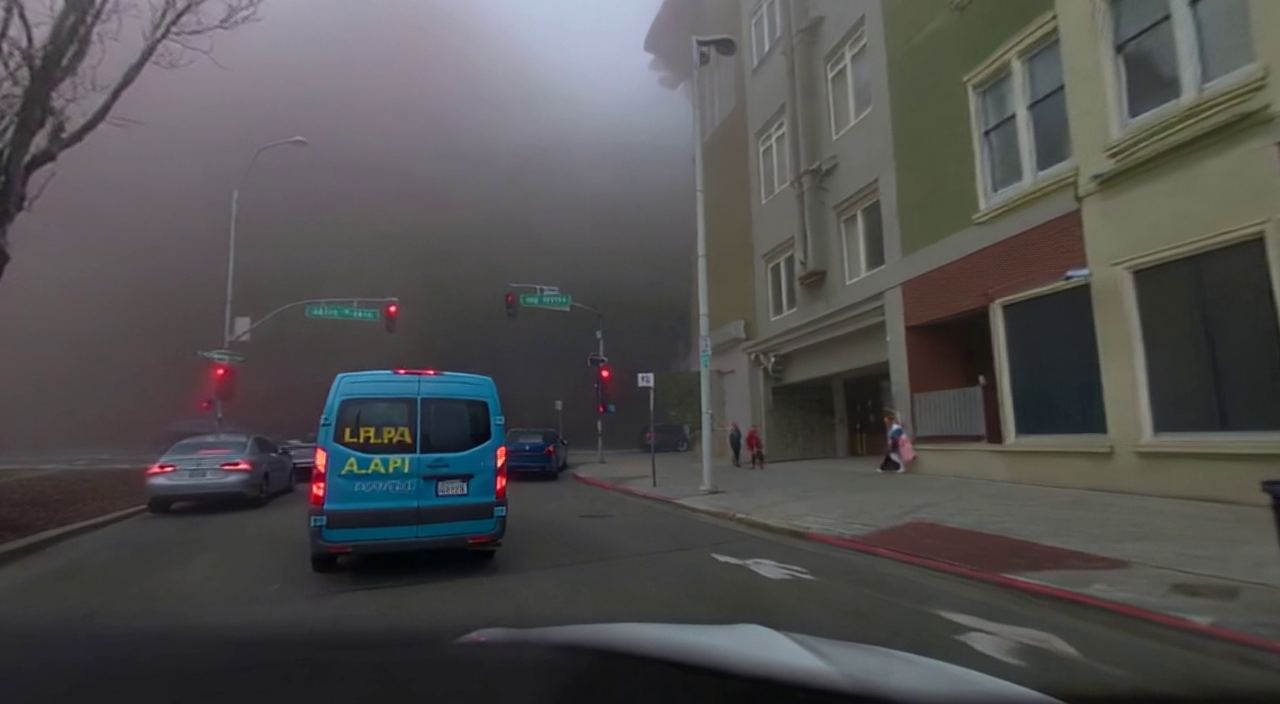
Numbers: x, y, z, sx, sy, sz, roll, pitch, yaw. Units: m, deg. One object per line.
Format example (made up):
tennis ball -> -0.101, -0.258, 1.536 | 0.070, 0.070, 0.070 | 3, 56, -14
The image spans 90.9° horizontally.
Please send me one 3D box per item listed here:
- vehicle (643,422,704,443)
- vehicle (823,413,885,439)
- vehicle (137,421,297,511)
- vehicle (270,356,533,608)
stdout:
vehicle -> 2.330, 5.666, 44.351 | 3.885, 1.449, 1.757 | 3, -8, -23
vehicle -> 14.800, 5.140, 43.547 | 4.020, 1.572, 1.718 | 6, -10, -27
vehicle -> -8.078, 2.150, 12.397 | 1.841, 1.461, 3.426 | 3, -8, -22
vehicle -> -2.660, 1.289, 7.179 | 1.951, 1.907, 4.266 | 3, -8, -21
